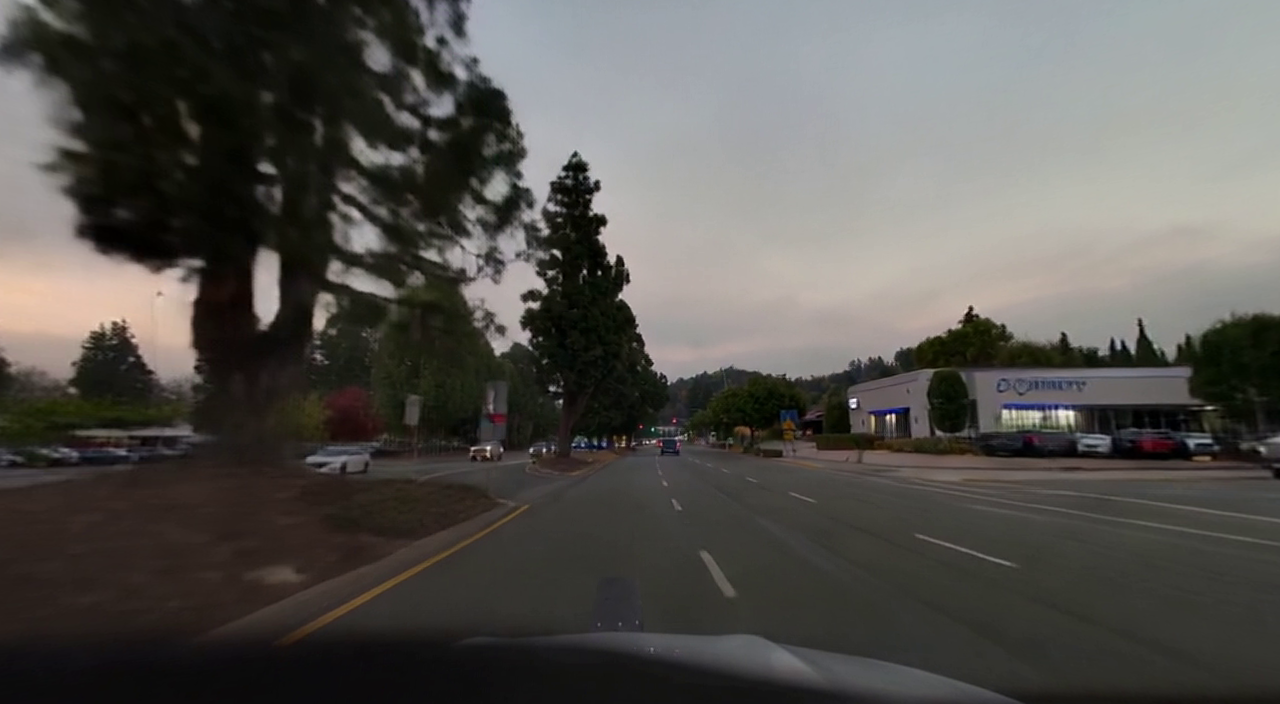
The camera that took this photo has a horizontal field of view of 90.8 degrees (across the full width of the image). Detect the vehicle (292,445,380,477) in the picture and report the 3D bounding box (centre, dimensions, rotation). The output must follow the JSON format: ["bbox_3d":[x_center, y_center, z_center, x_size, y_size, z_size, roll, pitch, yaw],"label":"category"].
[{"bbox_3d":[-14.678,5.259,30.791,1.967,1.453,4.539,0,-9,1],"label":"vehicle"}]
